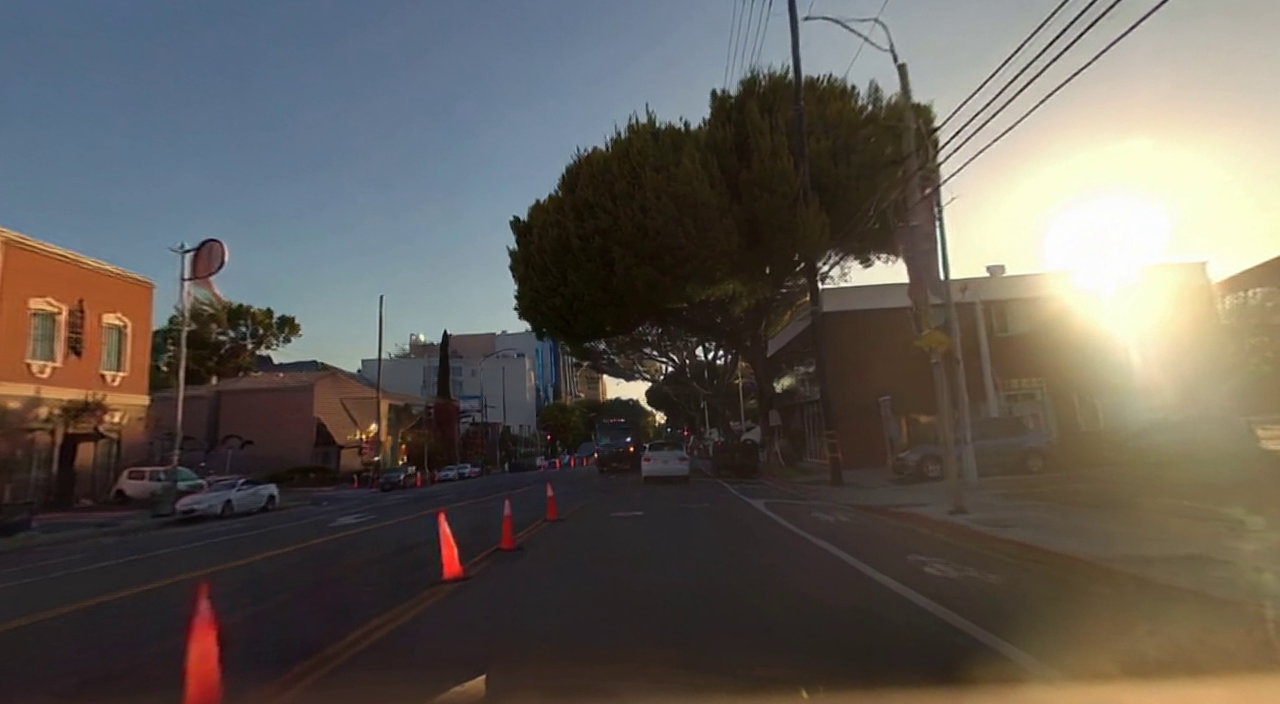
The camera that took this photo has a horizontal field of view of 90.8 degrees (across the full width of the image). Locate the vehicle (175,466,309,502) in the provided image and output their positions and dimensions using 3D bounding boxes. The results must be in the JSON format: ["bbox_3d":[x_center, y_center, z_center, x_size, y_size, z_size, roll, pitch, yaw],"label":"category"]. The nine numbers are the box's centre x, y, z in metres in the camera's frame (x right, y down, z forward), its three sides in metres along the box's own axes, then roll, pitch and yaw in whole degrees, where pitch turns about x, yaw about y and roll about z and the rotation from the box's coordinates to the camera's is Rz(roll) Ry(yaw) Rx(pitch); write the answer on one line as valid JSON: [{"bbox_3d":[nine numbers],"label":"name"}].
[{"bbox_3d":[-18.574,6.146,29.637,4.952,1.510,2.115,-1,-8,5],"label":"vehicle"}]

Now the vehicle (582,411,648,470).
[{"bbox_3d":[-1.304,5.813,41.368,2.977,3.271,12.748,-1,-8,4],"label":"vehicle"}]

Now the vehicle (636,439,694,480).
[{"bbox_3d":[1.004,4.362,25.948,2.159,1.506,4.086,0,-8,2],"label":"vehicle"}]

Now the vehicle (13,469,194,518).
[{"bbox_3d":[-19.526,5.152,23.178,4.696,1.513,2.243,-1,-8,3],"label":"vehicle"}]

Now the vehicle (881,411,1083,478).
[{"bbox_3d":[10.342,2.842,19.463,4.859,1.914,2.333,0,-8,-1],"label":"vehicle"}]

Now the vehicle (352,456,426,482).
[{"bbox_3d":[-17.777,8.261,44.773,4.397,1.698,1.932,-1,-8,7],"label":"vehicle"}]
